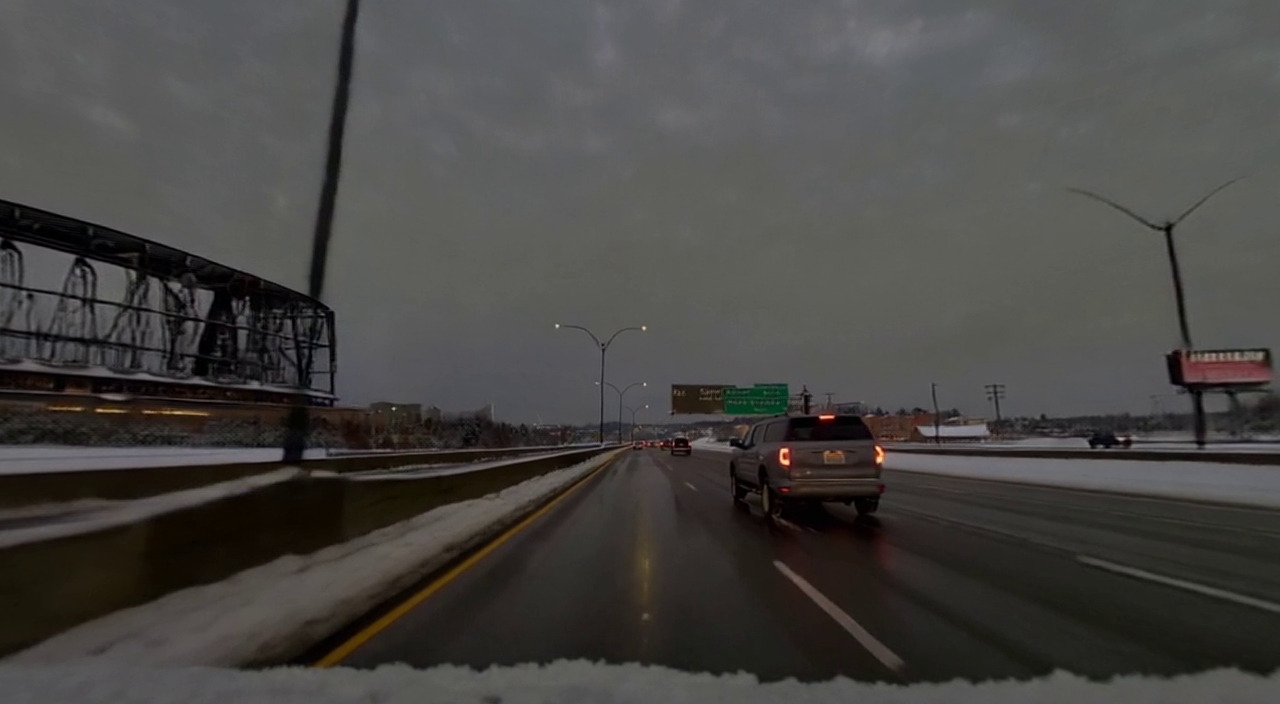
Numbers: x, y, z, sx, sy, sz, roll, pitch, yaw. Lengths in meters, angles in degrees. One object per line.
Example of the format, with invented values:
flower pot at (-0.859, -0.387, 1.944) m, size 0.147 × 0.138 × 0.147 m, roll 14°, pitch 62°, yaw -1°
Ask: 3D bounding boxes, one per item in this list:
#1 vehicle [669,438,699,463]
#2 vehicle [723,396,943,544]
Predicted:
vehicle at (3.237, 7.339, 47.243) m, size 1.973 × 1.774 × 4.092 m, roll 0°, pitch -9°, yaw 0°
vehicle at (2.964, 1.981, 11.162) m, size 2.199 × 2.002 × 4.970 m, roll 0°, pitch -9°, yaw -1°
